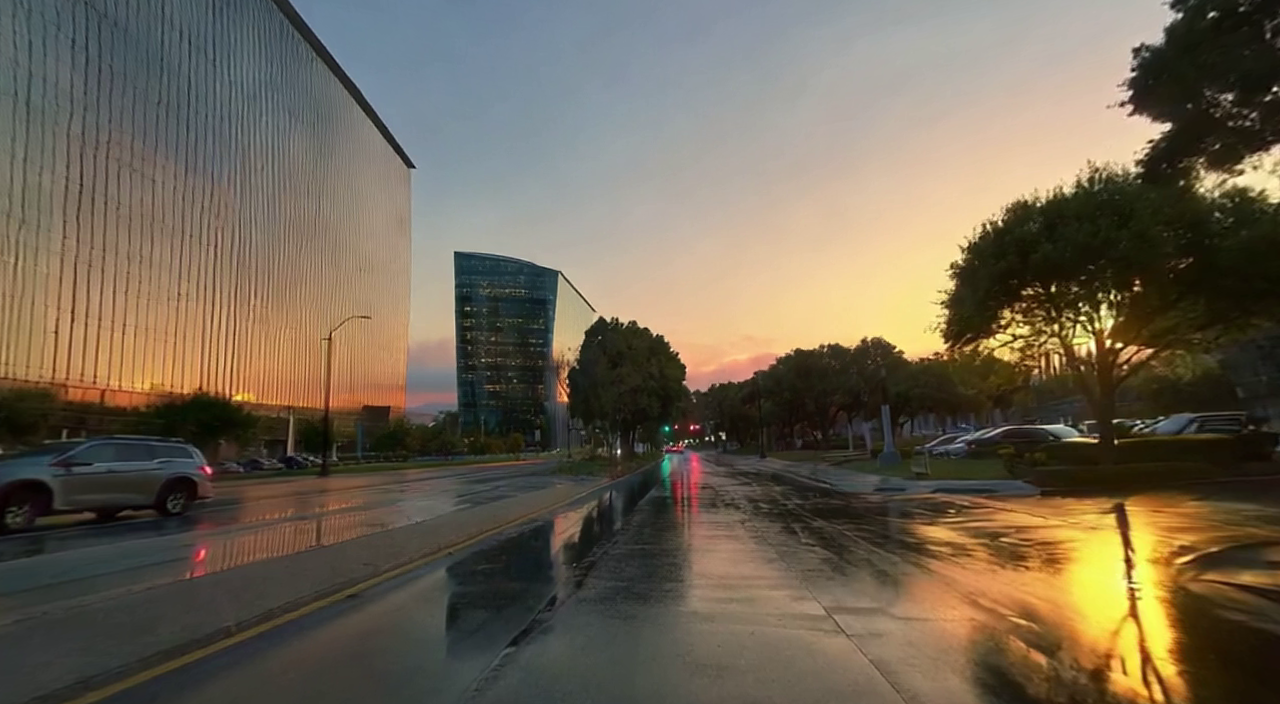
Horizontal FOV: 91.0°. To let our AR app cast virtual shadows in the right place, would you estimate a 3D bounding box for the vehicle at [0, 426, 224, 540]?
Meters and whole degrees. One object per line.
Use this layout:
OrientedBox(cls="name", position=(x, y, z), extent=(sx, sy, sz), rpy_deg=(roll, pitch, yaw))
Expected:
OrientedBox(cls="vehicle", position=(-12.115, 2.643, 13.387), extent=(2.297, 1.960, 5.687), rpy_deg=(-1, -9, 5))
